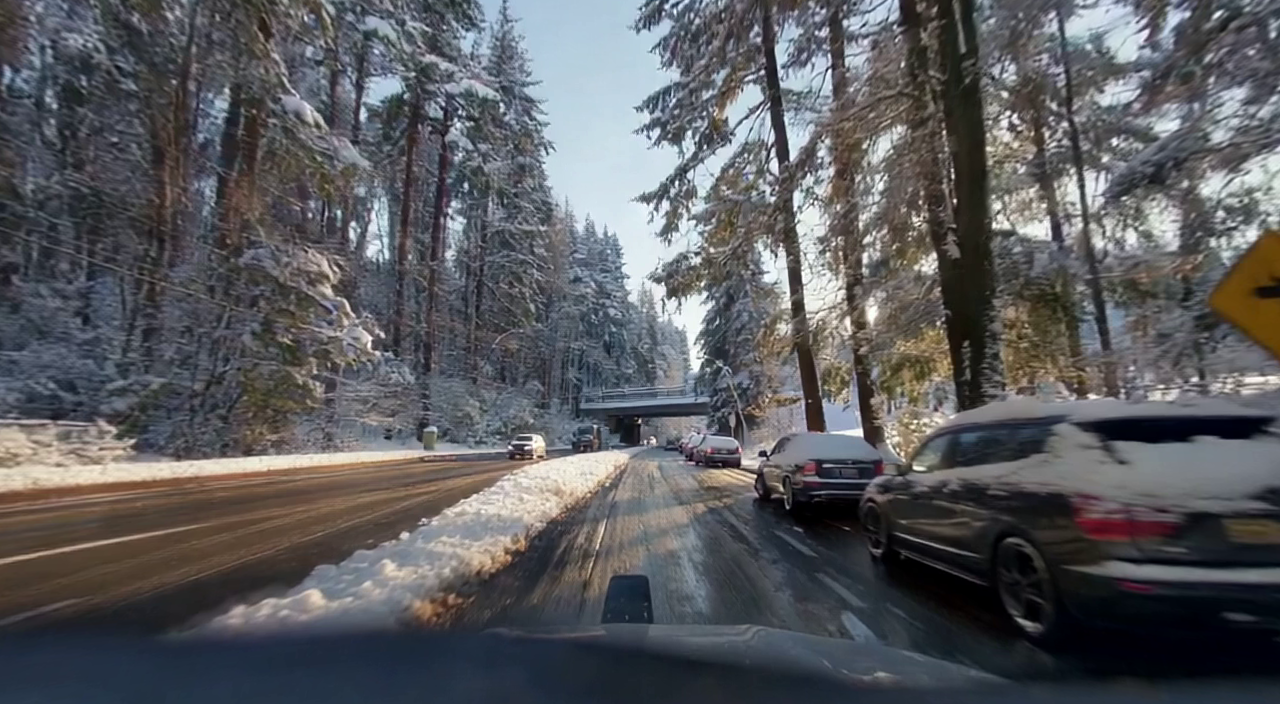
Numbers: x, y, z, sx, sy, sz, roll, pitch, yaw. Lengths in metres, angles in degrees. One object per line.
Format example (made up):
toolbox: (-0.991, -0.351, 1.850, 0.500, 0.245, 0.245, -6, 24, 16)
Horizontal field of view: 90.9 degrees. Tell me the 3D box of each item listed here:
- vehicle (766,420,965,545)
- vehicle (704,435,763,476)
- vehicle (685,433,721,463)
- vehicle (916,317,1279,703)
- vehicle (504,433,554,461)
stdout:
vehicle: (3.526, 2.104, 10.824, 1.868, 1.694, 4.184, 0, -8, 0)
vehicle: (4.066, 4.573, 28.142, 1.972, 1.682, 4.397, 0, -8, 0)
vehicle: (4.103, 6.337, 41.689, 1.985, 1.895, 4.496, 0, -8, 1)
vehicle: (3.309, 0.849, 2.807, 1.986, 1.776, 4.822, 0, -8, 1)
vehicle: (-6.193, 5.382, 35.675, 1.846, 1.498, 3.886, -1, -8, 4)
